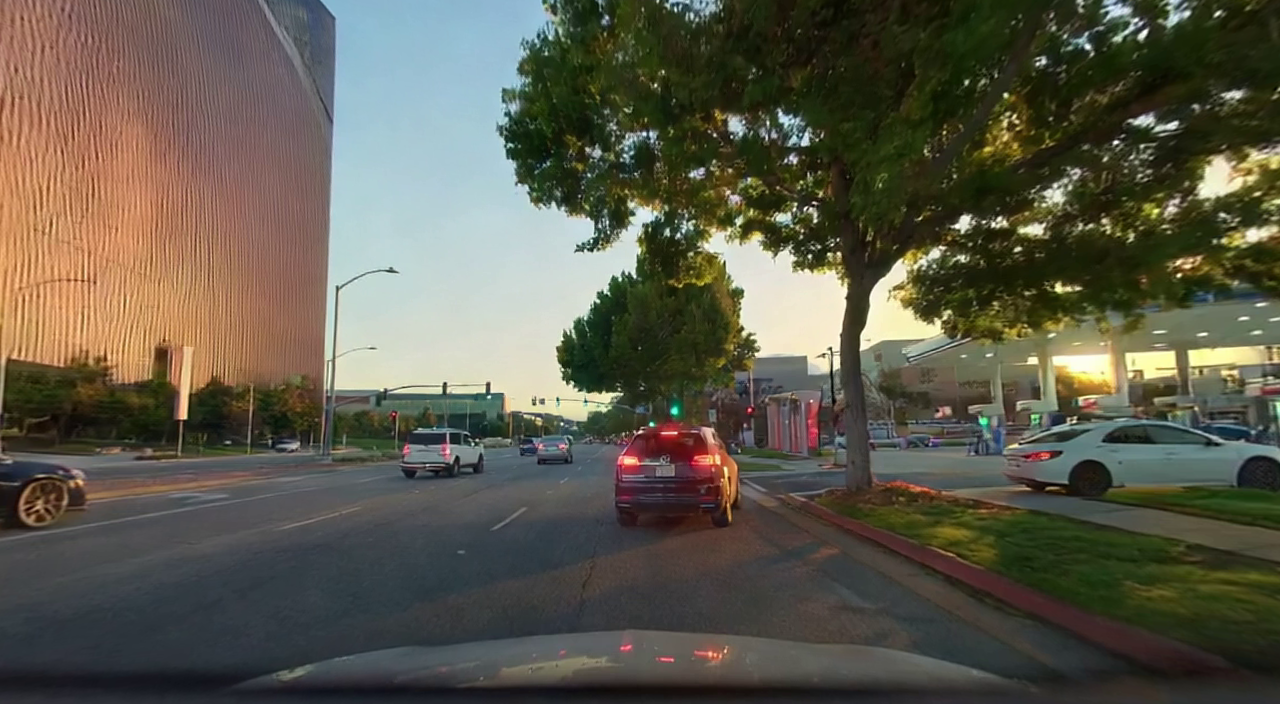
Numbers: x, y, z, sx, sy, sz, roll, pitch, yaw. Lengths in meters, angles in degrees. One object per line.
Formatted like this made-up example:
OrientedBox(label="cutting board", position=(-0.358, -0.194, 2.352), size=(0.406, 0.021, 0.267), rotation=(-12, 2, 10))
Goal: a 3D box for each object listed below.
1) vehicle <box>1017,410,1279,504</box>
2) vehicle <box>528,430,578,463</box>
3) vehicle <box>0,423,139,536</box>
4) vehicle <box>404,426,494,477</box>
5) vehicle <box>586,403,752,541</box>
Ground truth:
OrientedBox(label="vehicle", position=(10.257, 1.957, 11.665), size=(5.052, 1.482, 2.266), rotation=(1, -10, 3))
OrientedBox(label="vehicle", position=(-4.615, 5.116, 34.130), size=(2.081, 1.698, 4.362), rotation=(0, -8, -1))
OrientedBox(label="vehicle", position=(-9.841, 1.766, 8.706), size=(1.965, 1.541, 4.718), rotation=(0, -8, 0))
OrientedBox(label="vehicle", position=(-6.829, 3.626, 23.062), size=(2.018, 1.658, 4.391), rotation=(0, -8, -1))
OrientedBox(label="vehicle", position=(0.701, 1.896, 10.561), size=(2.169, 1.751, 4.613), rotation=(-1, -9, 8))
